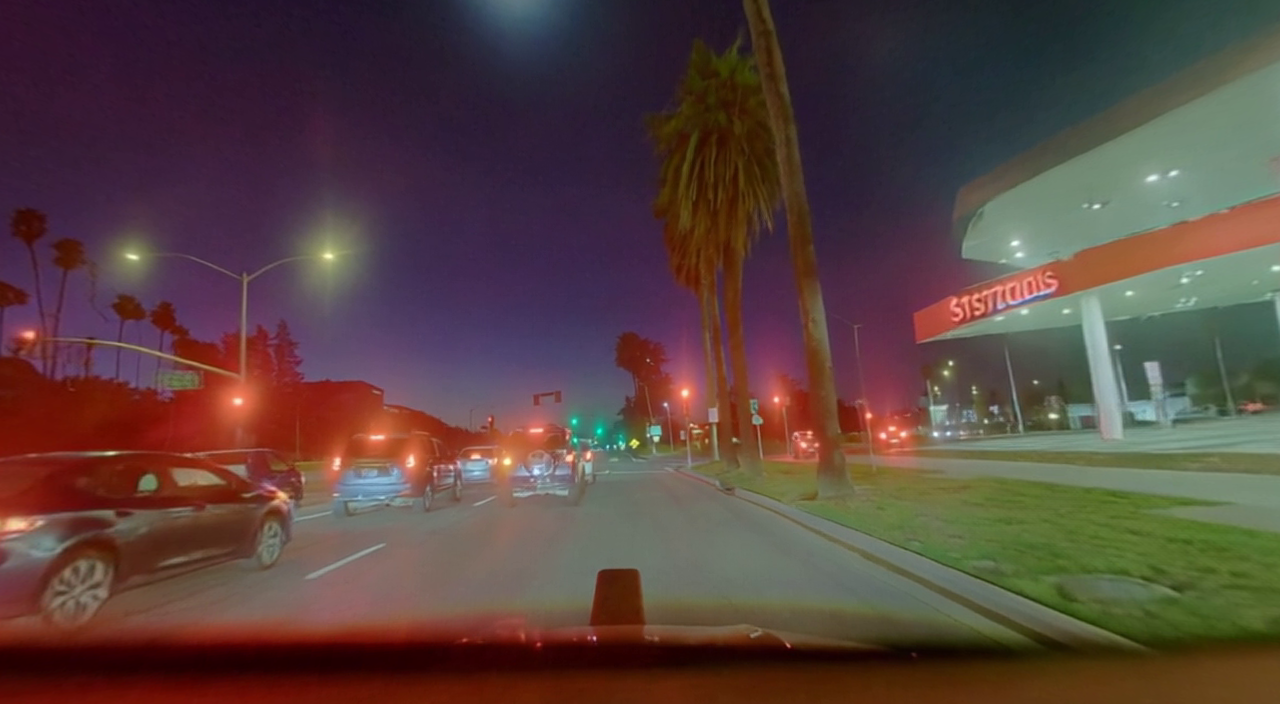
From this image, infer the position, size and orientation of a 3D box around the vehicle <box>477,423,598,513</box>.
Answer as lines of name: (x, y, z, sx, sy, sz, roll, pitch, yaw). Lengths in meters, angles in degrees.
vehicle: (-2.193, 2.650, 14.838, 2.153, 1.759, 4.320, 0, -9, -1)

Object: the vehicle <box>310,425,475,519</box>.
vehicle: (-5.622, 2.783, 15.174, 2.025, 1.862, 4.804, 0, -9, 0)

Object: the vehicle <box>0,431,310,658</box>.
vehicle: (-5.453, 1.627, 6.246, 1.885, 1.567, 4.775, 0, -9, -1)
